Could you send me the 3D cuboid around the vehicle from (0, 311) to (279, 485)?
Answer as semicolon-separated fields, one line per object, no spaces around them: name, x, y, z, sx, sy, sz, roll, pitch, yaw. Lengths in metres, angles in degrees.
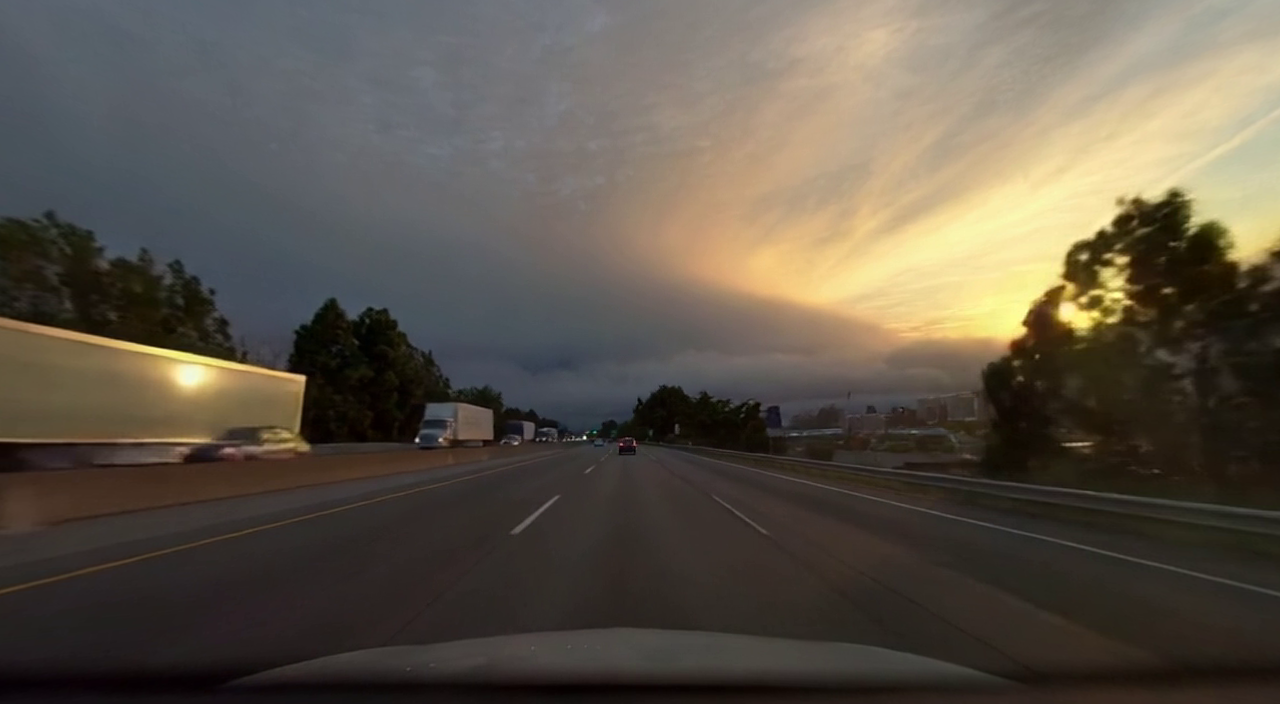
vehicle;-16.744;1.792;19.699;3.003;4.074;13.799;0;-8;-1

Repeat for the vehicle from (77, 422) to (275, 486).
vehicle;-12.664;2.821;17.701;2.006;1.512;4.784;0;-8;-2

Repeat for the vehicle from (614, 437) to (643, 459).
vehicle;-0.921;7.177;47.148;2.099;1.504;3.843;0;-8;-2
